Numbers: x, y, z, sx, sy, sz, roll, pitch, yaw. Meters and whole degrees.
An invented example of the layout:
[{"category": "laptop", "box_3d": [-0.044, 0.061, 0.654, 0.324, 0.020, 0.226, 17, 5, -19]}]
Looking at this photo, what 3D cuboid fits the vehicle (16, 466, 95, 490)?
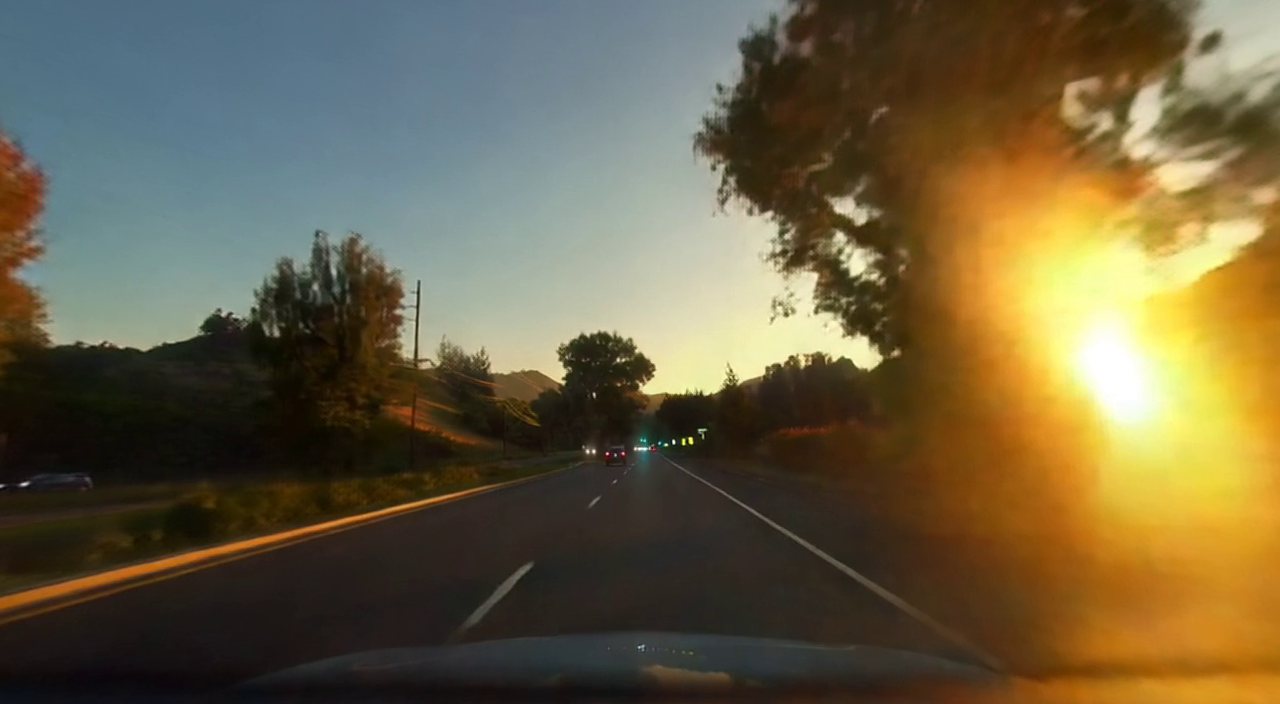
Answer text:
[{"category": "vehicle", "box_3d": [-42.846, 9.241, 46.310, 1.724, 1.514, 3.874, -1, -9, 8]}]
